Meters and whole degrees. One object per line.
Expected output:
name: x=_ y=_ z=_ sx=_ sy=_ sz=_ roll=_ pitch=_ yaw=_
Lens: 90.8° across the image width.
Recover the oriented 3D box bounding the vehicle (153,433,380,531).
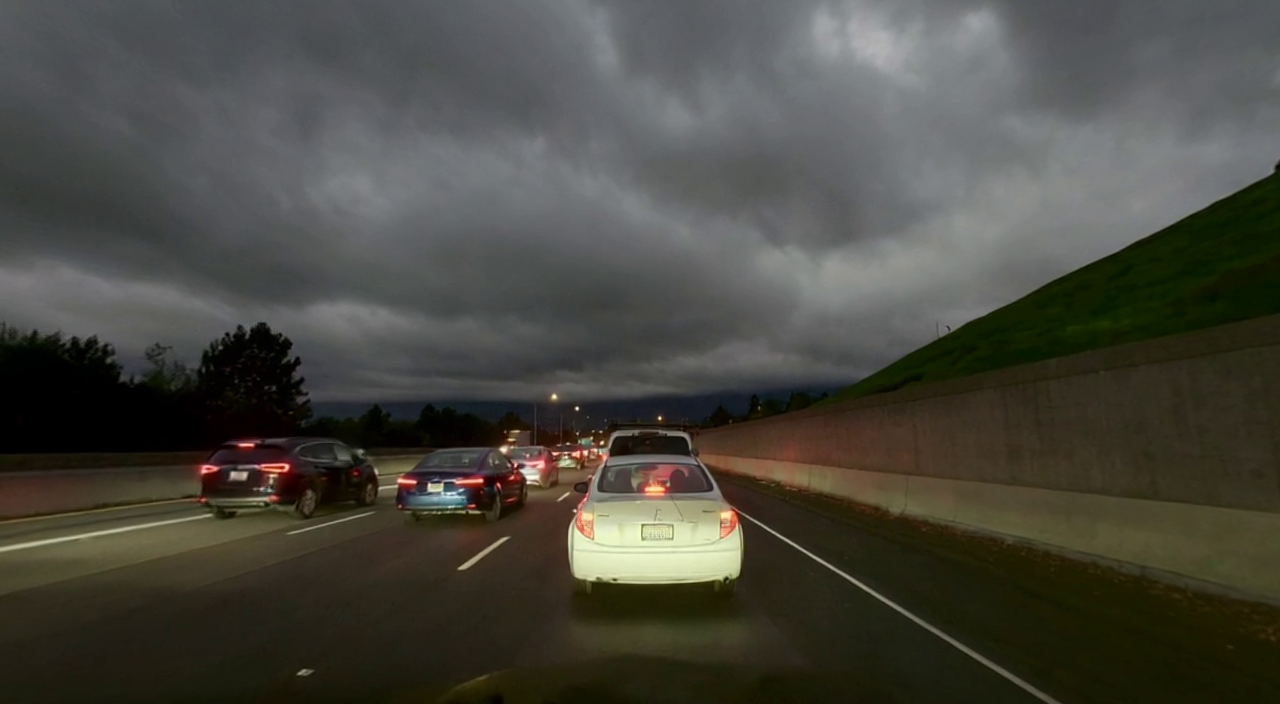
vehicle: x=-7.500 y=2.636 z=13.391 sx=1.986 sy=1.700 sz=4.558 roll=0 pitch=-9 yaw=0

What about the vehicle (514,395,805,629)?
vehicle: x=0.104 y=1.628 z=7.546 sx=2.210 sy=1.760 sz=5.303 roll=0 pitch=-9 yaw=-1

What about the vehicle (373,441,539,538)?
vehicle: x=-3.240 y=2.488 z=12.025 sx=1.917 sy=1.506 sz=3.949 roll=0 pitch=-9 yaw=1
